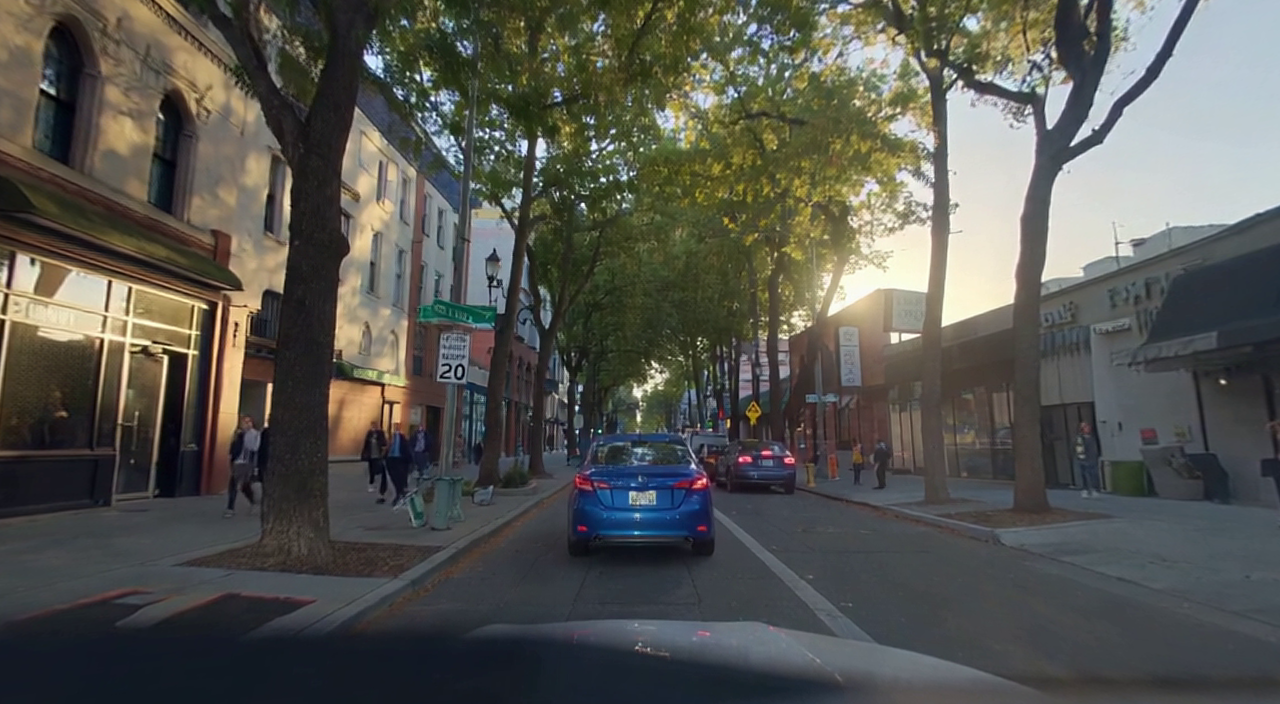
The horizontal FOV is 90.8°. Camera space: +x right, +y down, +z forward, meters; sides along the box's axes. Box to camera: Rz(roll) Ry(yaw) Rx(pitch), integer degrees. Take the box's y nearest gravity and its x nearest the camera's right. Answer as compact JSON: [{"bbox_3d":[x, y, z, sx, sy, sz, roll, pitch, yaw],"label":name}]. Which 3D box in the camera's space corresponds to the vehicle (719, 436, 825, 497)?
[{"bbox_3d":[3.616,3.217,18.172,2.025,1.523,4.426,0,-9,-1],"label":"vehicle"}]

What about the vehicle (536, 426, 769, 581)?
[{"bbox_3d":[0.090,1.782,8.269,2.261,1.474,4.130,0,-9,-1],"label":"vehicle"}]
